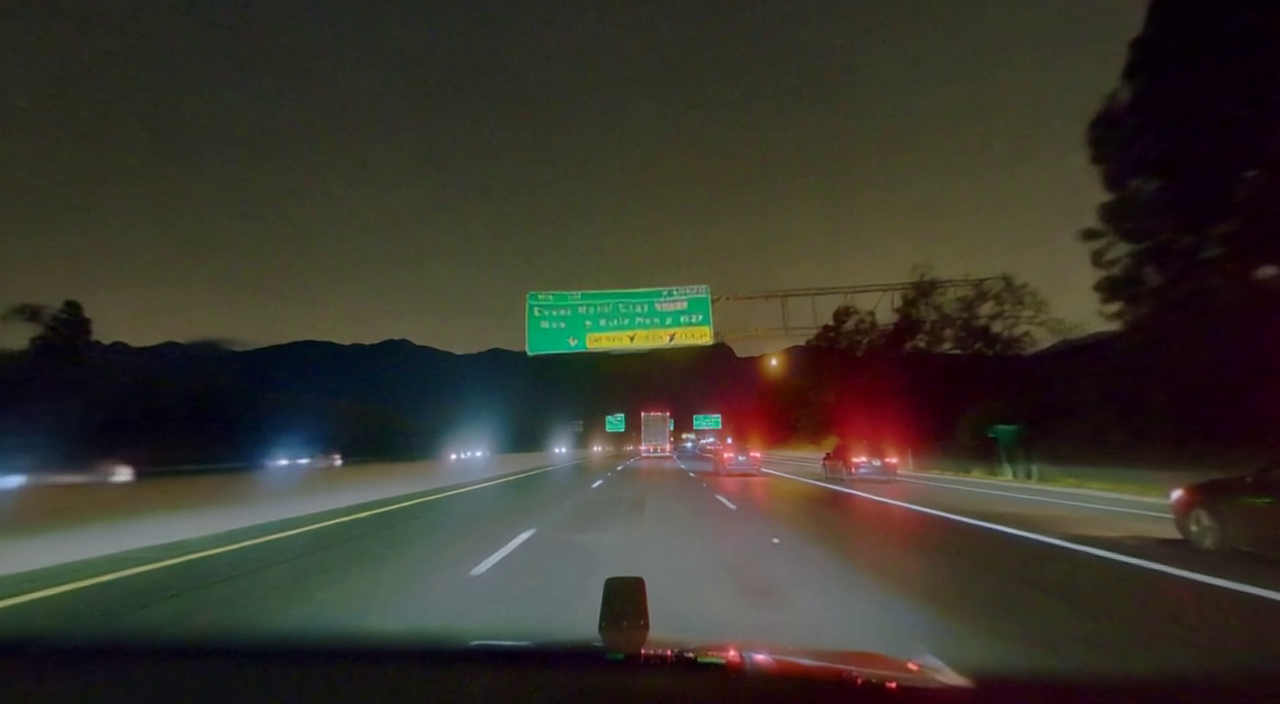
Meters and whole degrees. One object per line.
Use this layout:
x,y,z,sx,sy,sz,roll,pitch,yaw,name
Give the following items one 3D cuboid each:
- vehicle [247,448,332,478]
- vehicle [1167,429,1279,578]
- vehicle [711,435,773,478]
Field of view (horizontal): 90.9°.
-19.042,6.037,34.515,1.860,1.493,4.718,-1,-8,2,vehicle
7.215,1.345,5.291,1.982,1.440,4.171,-1,-8,1,vehicle
4.142,4.295,26.178,1.880,1.624,3.941,0,-8,0,vehicle
